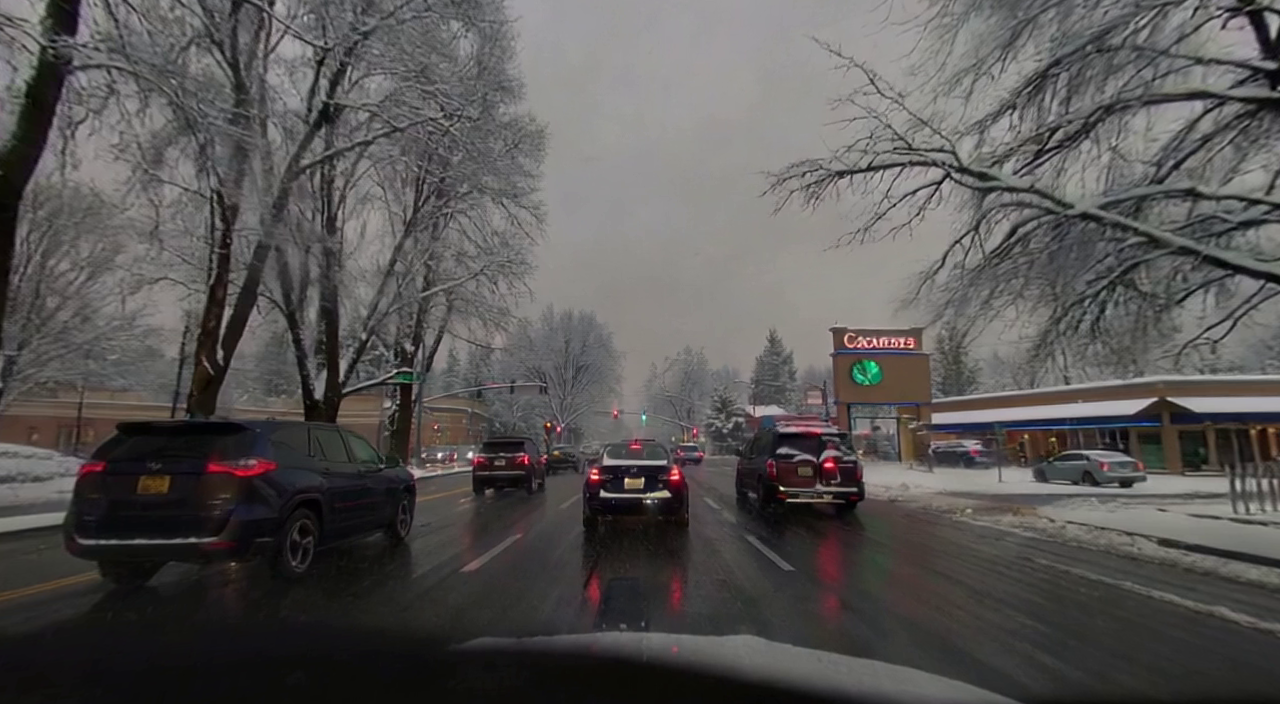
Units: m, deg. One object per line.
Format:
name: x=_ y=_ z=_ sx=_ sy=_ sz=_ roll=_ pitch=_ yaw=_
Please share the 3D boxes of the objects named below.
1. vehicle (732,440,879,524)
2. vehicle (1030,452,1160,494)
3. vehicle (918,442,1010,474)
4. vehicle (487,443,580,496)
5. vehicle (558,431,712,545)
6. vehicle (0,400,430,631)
vehicle: x=3.252 y=2.633 z=13.367 sx=1.979 sy=1.485 sz=4.207 roll=0 pitch=-8 yaw=0
vehicle: x=17.416 y=4.621 z=24.473 sx=1.860 sy=1.408 sz=4.631 roll=-1 pitch=-8 yaw=4
vehicle: x=17.989 y=5.858 z=35.161 sx=1.907 sy=1.669 sz=4.147 roll=5 pitch=-9 yaw=-28
vehicle: x=-3.245 y=3.666 z=20.159 sx=2.126 sy=1.490 sz=4.265 roll=0 pitch=-8 yaw=2
vehicle: x=-0.073 y=2.179 z=10.764 sx=2.121 sy=1.563 sz=4.031 roll=0 pitch=-8 yaw=0
vehicle: x=-3.962 y=1.496 z=6.711 sx=1.983 sy=1.685 sz=3.997 roll=0 pitch=-8 yaw=1
